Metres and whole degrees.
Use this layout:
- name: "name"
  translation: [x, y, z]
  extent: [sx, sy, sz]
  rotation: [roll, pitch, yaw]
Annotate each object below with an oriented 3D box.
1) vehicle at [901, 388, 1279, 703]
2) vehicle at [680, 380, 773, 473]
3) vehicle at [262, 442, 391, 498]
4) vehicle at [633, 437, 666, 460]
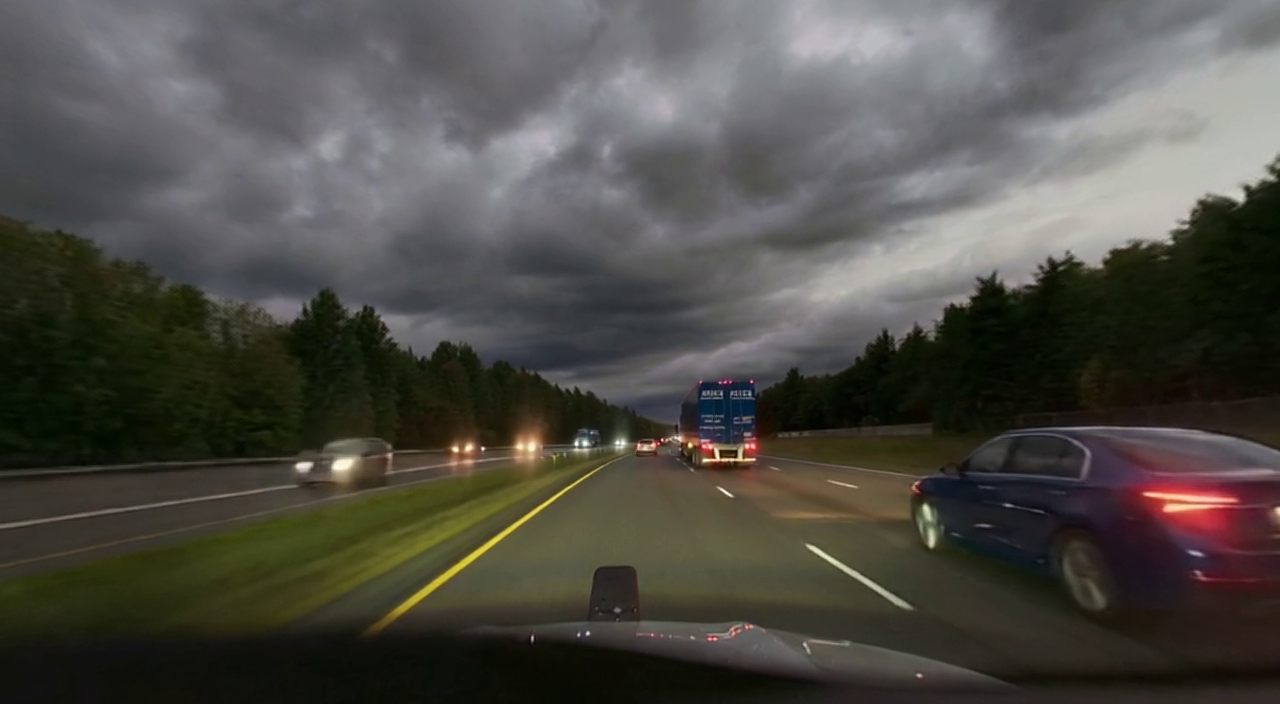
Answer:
- name: "vehicle"
  translation: [4.029, 1.224, 4.988]
  extent: [2.028, 1.573, 4.207]
  rotation: [0, -8, -1]
- name: "vehicle"
  translation: [4.238, 4.173, 34.540]
  extent: [3.171, 4.072, 13.784]
  rotation: [0, -8, 0]
- name: "vehicle"
  translation: [-9.728, 3.655, 20.001]
  extent: [1.892, 1.508, 4.225]
  rotation: [0, -8, 0]
- name: "vehicle"
  translation: [0.699, 6.880, 45.165]
  extent: [2.209, 1.499, 4.144]
  rotation: [-1, -8, 1]
